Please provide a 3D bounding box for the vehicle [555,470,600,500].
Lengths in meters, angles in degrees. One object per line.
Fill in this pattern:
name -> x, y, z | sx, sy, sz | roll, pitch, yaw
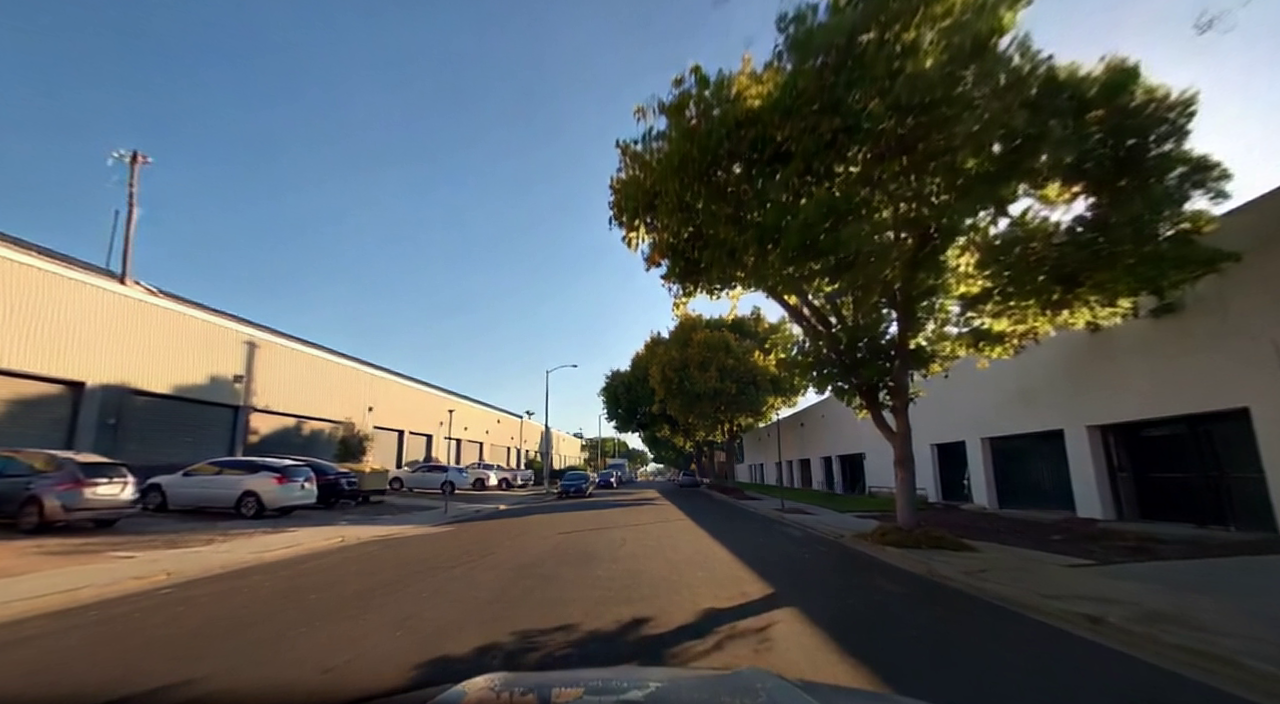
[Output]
vehicle -> -3.556, 7.679, 36.634 | 1.927, 1.580, 4.556 | -1, -10, 3
